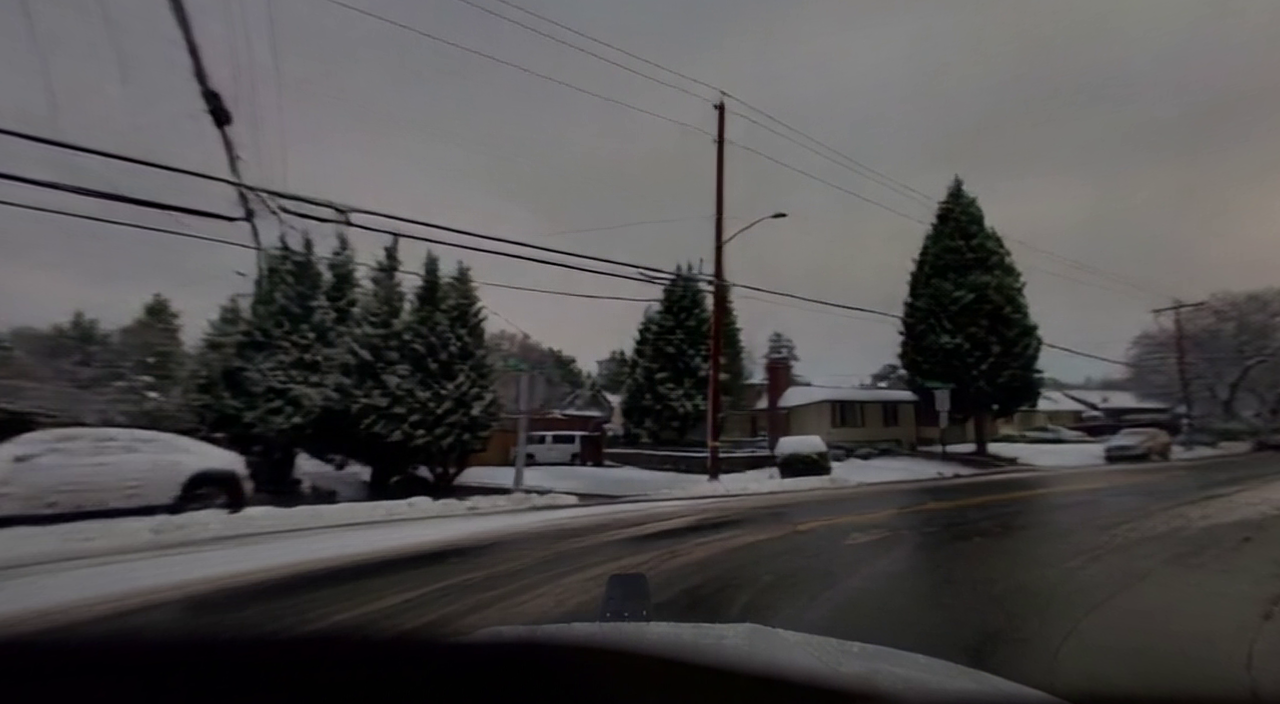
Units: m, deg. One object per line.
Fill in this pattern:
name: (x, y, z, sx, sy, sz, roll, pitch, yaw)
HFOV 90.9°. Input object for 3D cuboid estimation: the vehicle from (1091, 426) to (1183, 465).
vehicle: (24.459, 4.580, 30.990, 4.437, 1.695, 2.027, 5, -13, -33)

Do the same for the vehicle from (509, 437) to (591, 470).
vehicle: (-4.617, 5.168, 32.284, 3.784, 1.532, 1.650, 3, -9, -28)

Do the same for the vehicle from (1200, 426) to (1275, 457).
vehicle: (37.876, 5.692, 39.892, 5.370, 1.799, 2.120, 5, -11, -34)
